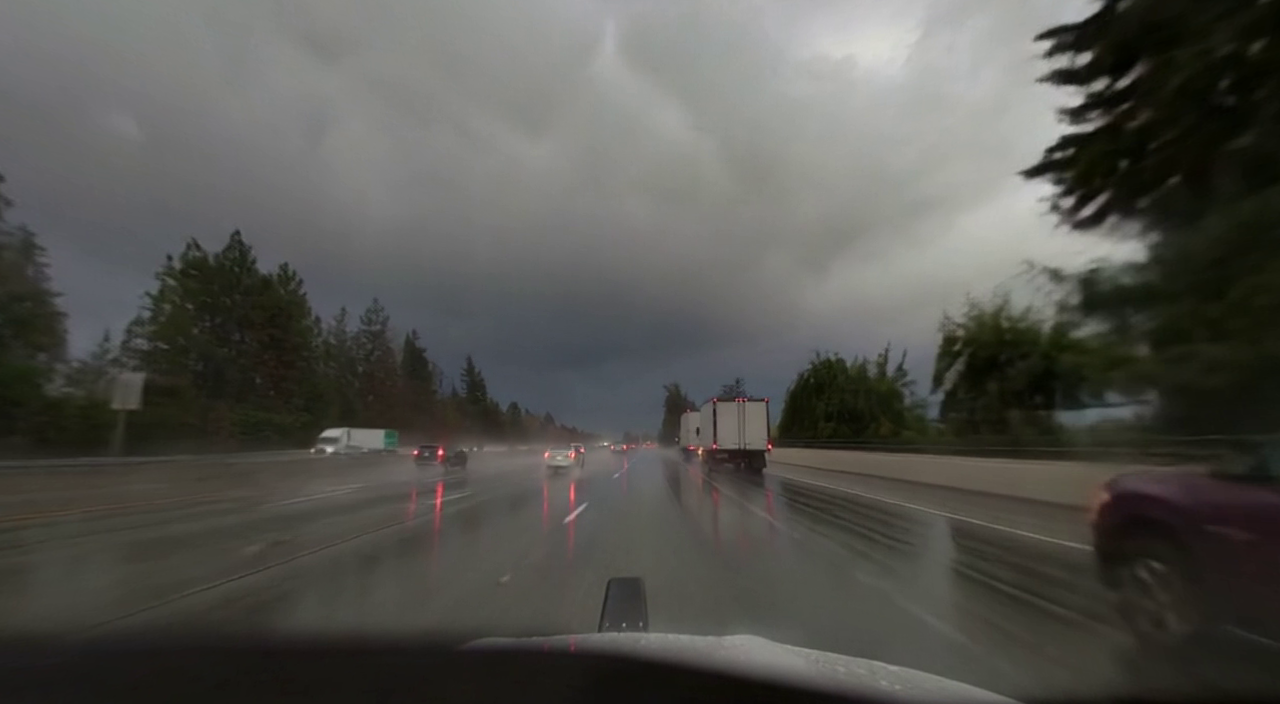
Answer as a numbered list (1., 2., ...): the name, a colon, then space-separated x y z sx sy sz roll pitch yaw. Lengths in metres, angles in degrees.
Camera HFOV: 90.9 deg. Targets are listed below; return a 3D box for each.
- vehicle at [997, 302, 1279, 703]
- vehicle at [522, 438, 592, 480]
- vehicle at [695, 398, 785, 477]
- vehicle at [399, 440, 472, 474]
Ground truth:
1. vehicle: 4.108 0.581 1.755 2.355 1.930 6.633 0 -8 0
2. vehicle: -3.083 4.060 24.244 1.981 1.473 4.317 0 -8 2
3. vehicle: 4.188 3.825 27.990 2.732 3.052 7.118 0 -8 -1
4. vehicle: -9.630 4.963 30.075 1.899 1.465 4.589 0 -8 0
